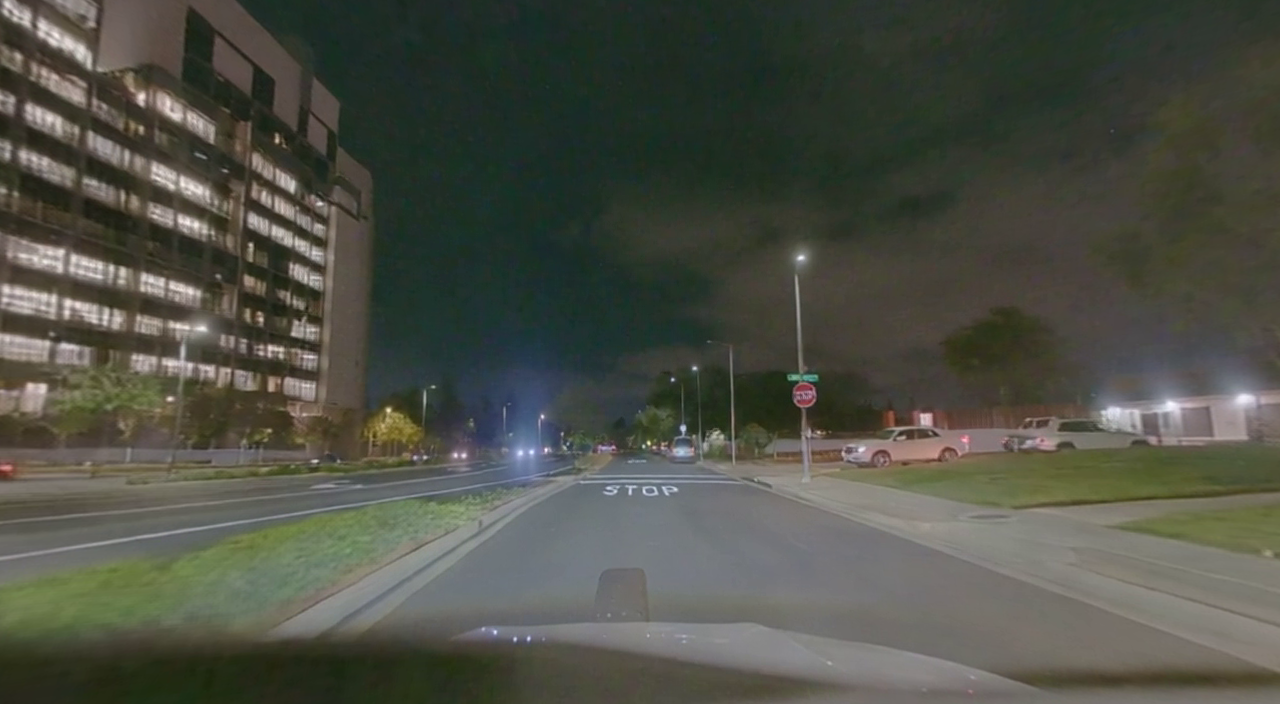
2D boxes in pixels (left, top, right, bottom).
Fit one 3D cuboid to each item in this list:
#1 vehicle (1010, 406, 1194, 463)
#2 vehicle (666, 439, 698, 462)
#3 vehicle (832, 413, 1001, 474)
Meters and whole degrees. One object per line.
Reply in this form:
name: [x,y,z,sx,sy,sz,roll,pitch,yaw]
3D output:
vehicle: [15.946,2.882,21.988,4.730,1.862,1.987,0,-9,1]
vehicle: [2.901,6.884,44.134,1.990,1.508,4.123,0,-9,1]
vehicle: [9.581,3.232,22.219,4.823,1.667,2.165,-4,-9,0]
